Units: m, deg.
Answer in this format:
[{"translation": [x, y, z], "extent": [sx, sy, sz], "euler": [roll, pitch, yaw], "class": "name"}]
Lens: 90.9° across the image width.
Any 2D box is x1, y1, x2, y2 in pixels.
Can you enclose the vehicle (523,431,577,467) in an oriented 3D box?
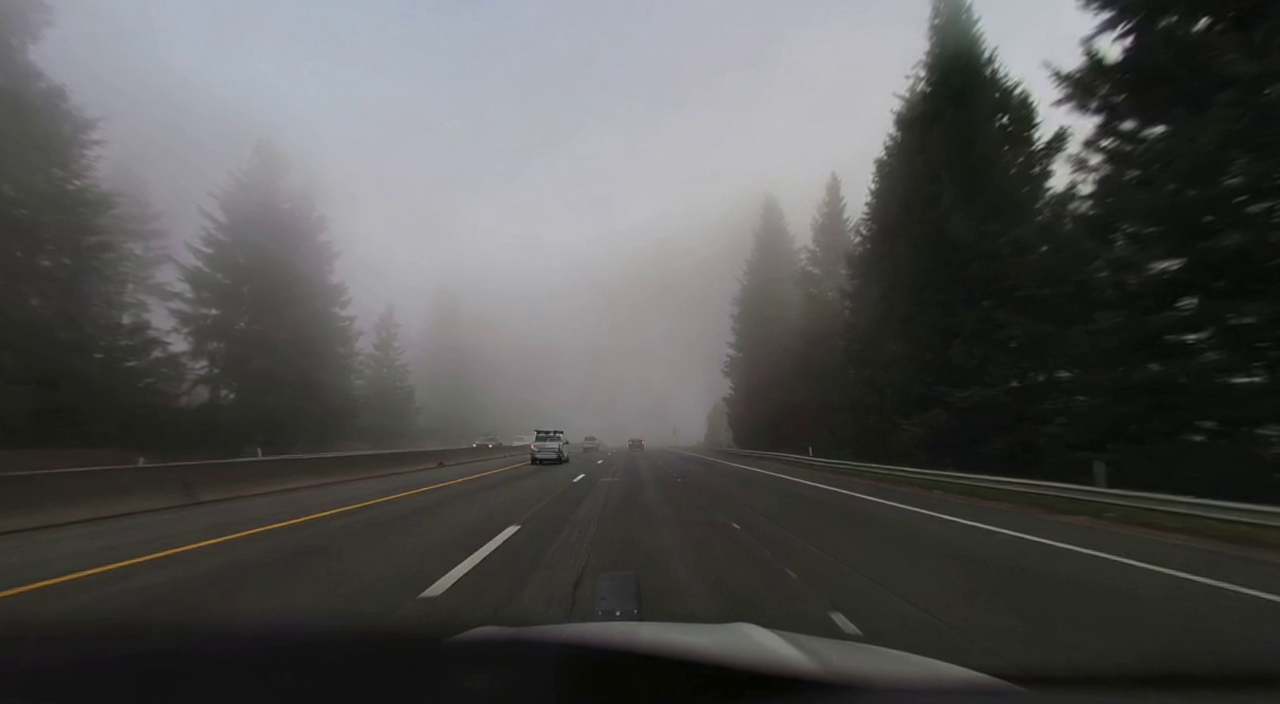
[{"translation": [-4.248, 4.634, 30.338], "extent": [2.003, 1.626, 4.256], "euler": [0, -8, 0], "class": "vehicle"}]
